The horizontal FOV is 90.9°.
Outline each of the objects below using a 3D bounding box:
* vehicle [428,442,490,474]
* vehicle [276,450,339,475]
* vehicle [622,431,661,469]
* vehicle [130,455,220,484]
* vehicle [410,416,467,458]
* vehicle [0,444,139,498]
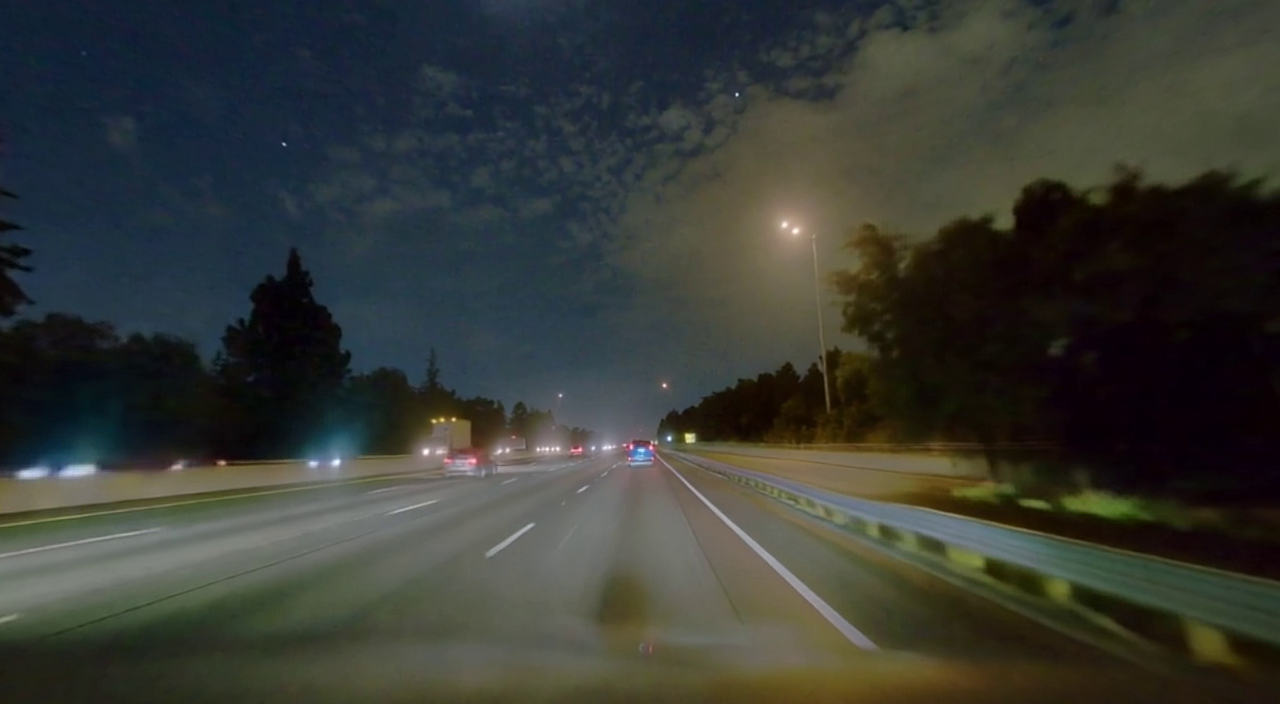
[{"bbox_3d":[-10.179,5.970,35.899,2.037,1.661,4.885,0,-8,1],"label":"vehicle"},{"bbox_3d":[-23.465,7.792,44.719,2.041,1.631,4.392,0,-8,1],"label":"vehicle"},{"bbox_3d":[0.092,6.064,39.161,2.318,2.145,4.561,0,-8,0],"label":"vehicle"},{"bbox_3d":[-27.380,6.901,37.353,1.951,1.499,4.305,0,-8,1],"label":"vehicle"},{"bbox_3d":[-14.040,5.980,44.257,2.499,2.625,4.804,-3,-9,-2],"label":"vehicle"},{"bbox_3d":[-20.424,4.010,21.787,2.182,1.628,4.863,0,-8,1],"label":"vehicle"}]
